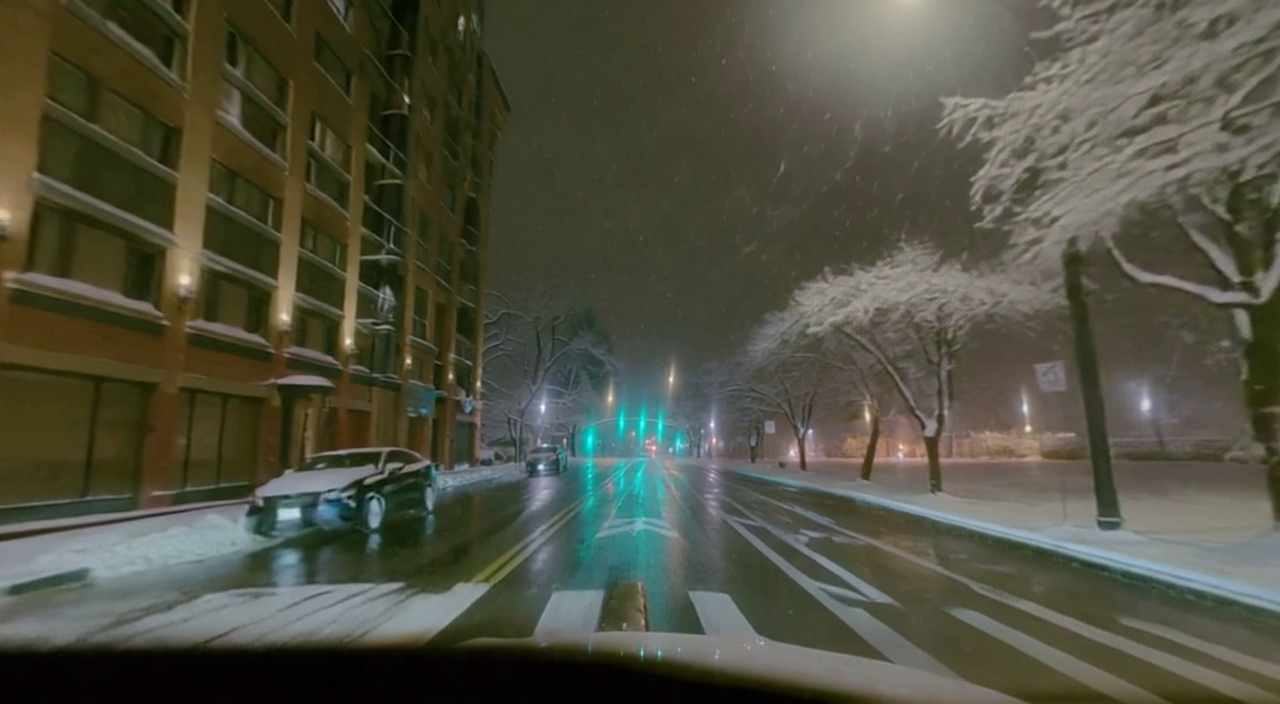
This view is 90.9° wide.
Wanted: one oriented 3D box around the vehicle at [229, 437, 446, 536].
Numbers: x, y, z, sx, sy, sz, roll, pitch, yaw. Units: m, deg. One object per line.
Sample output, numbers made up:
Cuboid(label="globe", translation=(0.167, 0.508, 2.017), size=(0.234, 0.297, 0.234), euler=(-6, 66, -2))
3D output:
Cuboid(label="vehicle", translation=(-5.874, 2.633, 13.089), size=(2.223, 1.658, 4.621), euler=(0, -8, 0))

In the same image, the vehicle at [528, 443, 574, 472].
Cuboid(label="vehicle", translation=(-5.531, 6.598, 39.771), size=(2.147, 1.701, 4.879), euler=(0, -8, 1))
